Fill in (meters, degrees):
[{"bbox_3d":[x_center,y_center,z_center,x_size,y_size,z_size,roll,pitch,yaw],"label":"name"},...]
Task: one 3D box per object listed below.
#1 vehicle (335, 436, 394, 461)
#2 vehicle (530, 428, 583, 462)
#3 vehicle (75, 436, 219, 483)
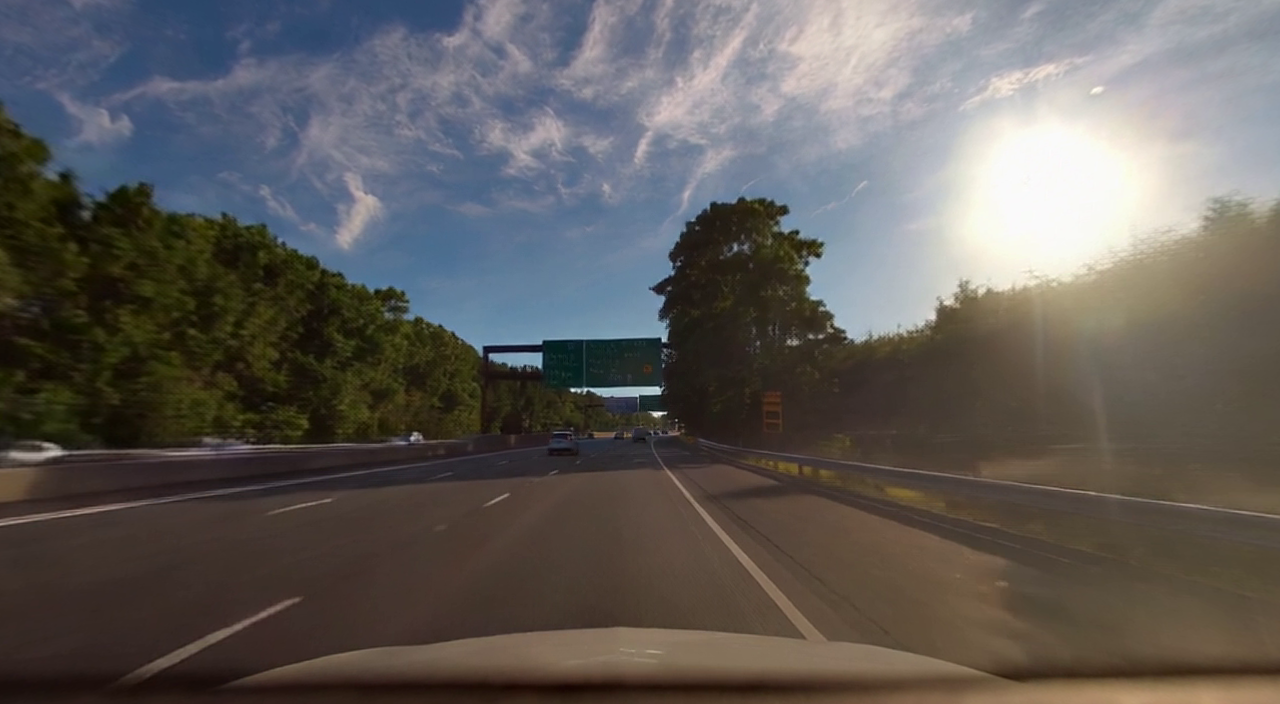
[{"bbox_3d":[-16.701,5.828,38.405,1.791,1.430,3.919,0,-7,0],"label":"vehicle"},{"bbox_3d":[-4.190,4.727,32.327,2.052,1.626,4.514,0,-7,1],"label":"vehicle"},{"bbox_3d":[-16.839,3.642,21.815,1.837,1.429,3.986,0,-7,-1],"label":"vehicle"}]
